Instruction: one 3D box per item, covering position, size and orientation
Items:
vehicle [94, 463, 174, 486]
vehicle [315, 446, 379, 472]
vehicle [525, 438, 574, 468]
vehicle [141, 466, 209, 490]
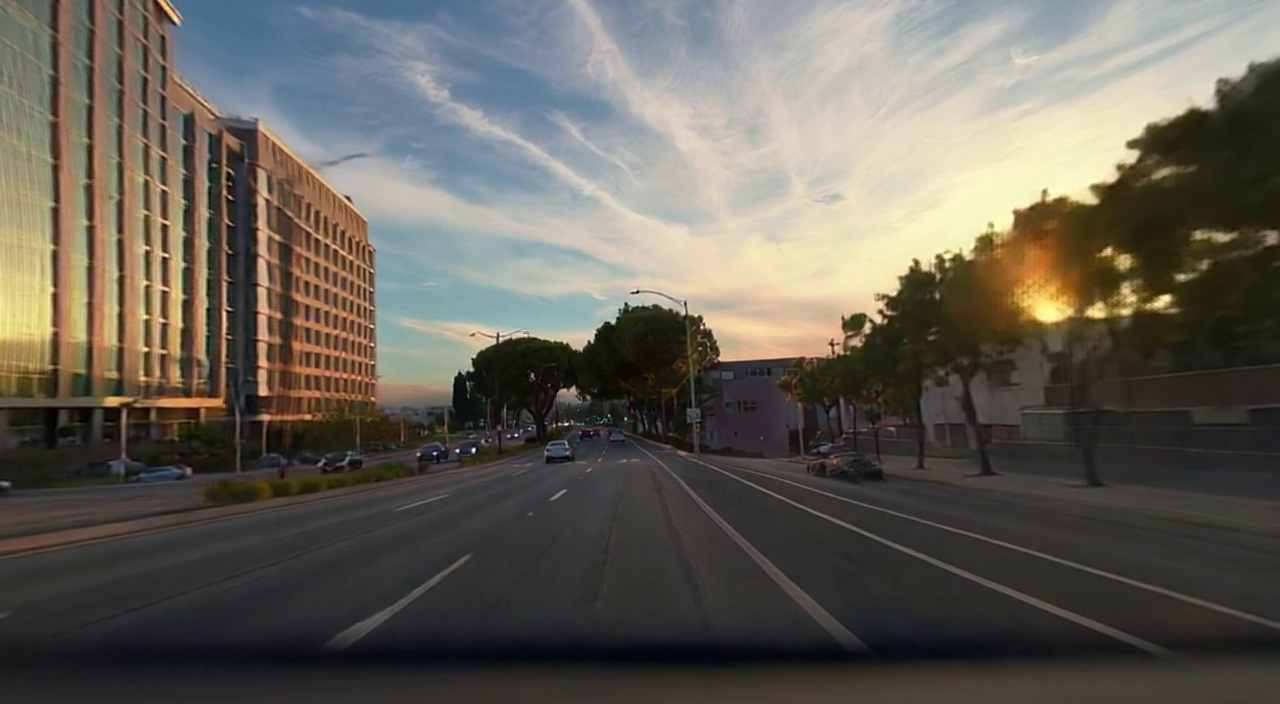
[{"bbox_3d":[-39.437,9.534,49.307,4.336,1.572,1.985,2,-8,-12],"label":"vehicle"},{"bbox_3d":[-20.036,7.337,43.489,2.077,1.655,4.570,0,-8,2],"label":"vehicle"},{"bbox_3d":[-4.729,5.331,33.509,2.025,1.474,4.292,0,-8,-1],"label":"vehicle"},{"bbox_3d":[-33.506,9.060,45.634,1.677,1.410,4.130,0,-7,2],"label":"vehicle"}]
